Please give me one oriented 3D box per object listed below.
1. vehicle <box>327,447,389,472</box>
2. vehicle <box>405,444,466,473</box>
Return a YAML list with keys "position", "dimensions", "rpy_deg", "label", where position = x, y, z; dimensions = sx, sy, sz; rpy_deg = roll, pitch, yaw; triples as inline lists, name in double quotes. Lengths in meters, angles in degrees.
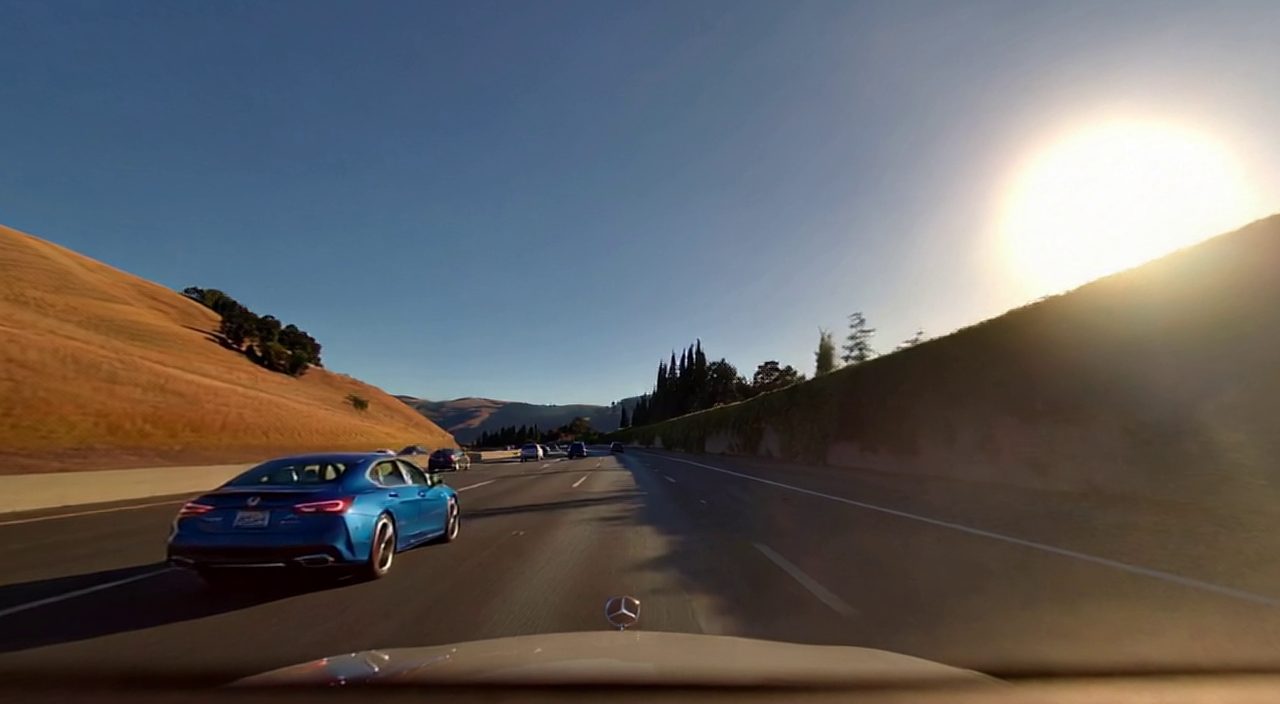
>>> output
- position: [-17.081, 6.515, 38.499]
  dimensions: [1.927, 1.396, 4.150]
  rpy_deg: [0, -9, -1]
  label: "vehicle"
- position: [-11.259, 5.893, 35.147]
  dimensions: [1.949, 1.475, 4.740]
  rpy_deg: [0, -9, -2]
  label: "vehicle"
